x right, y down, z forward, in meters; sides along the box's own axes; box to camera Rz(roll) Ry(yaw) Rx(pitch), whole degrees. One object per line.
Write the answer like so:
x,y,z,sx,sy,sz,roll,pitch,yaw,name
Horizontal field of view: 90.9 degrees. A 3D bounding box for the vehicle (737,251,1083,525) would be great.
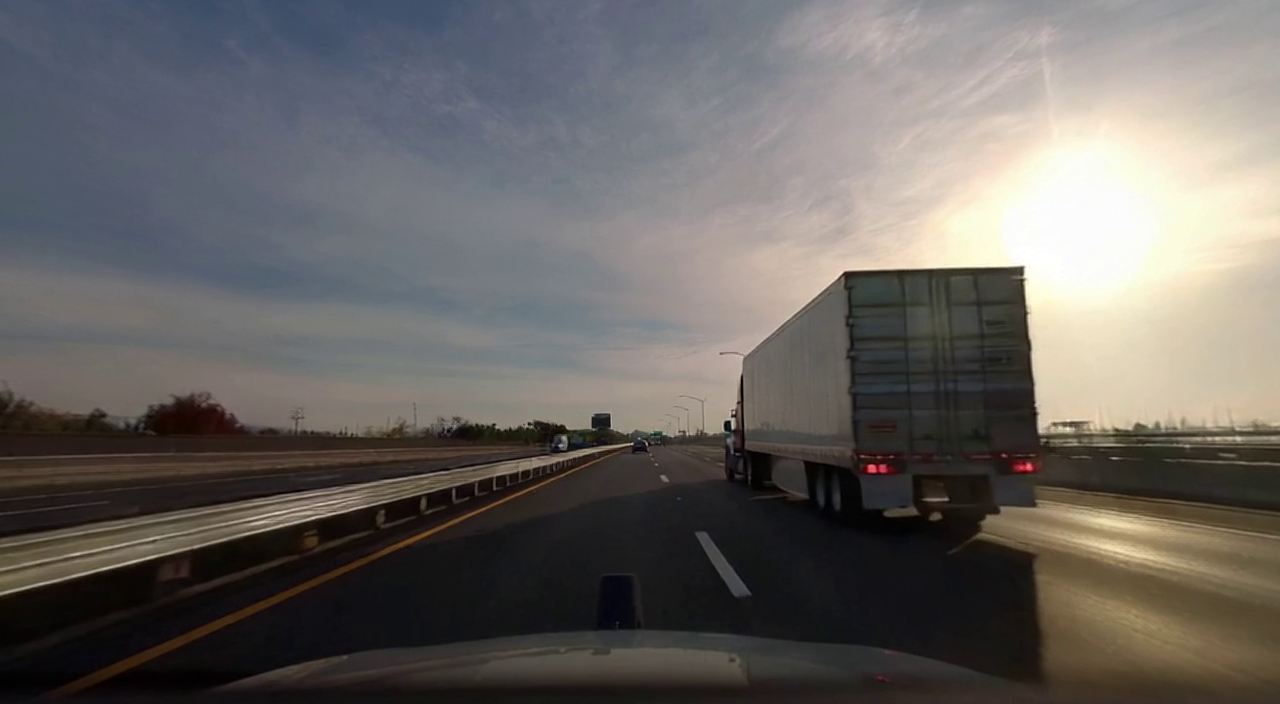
4.963,1.384,16.034,2.966,4.072,13.408,0,-8,0,vehicle
